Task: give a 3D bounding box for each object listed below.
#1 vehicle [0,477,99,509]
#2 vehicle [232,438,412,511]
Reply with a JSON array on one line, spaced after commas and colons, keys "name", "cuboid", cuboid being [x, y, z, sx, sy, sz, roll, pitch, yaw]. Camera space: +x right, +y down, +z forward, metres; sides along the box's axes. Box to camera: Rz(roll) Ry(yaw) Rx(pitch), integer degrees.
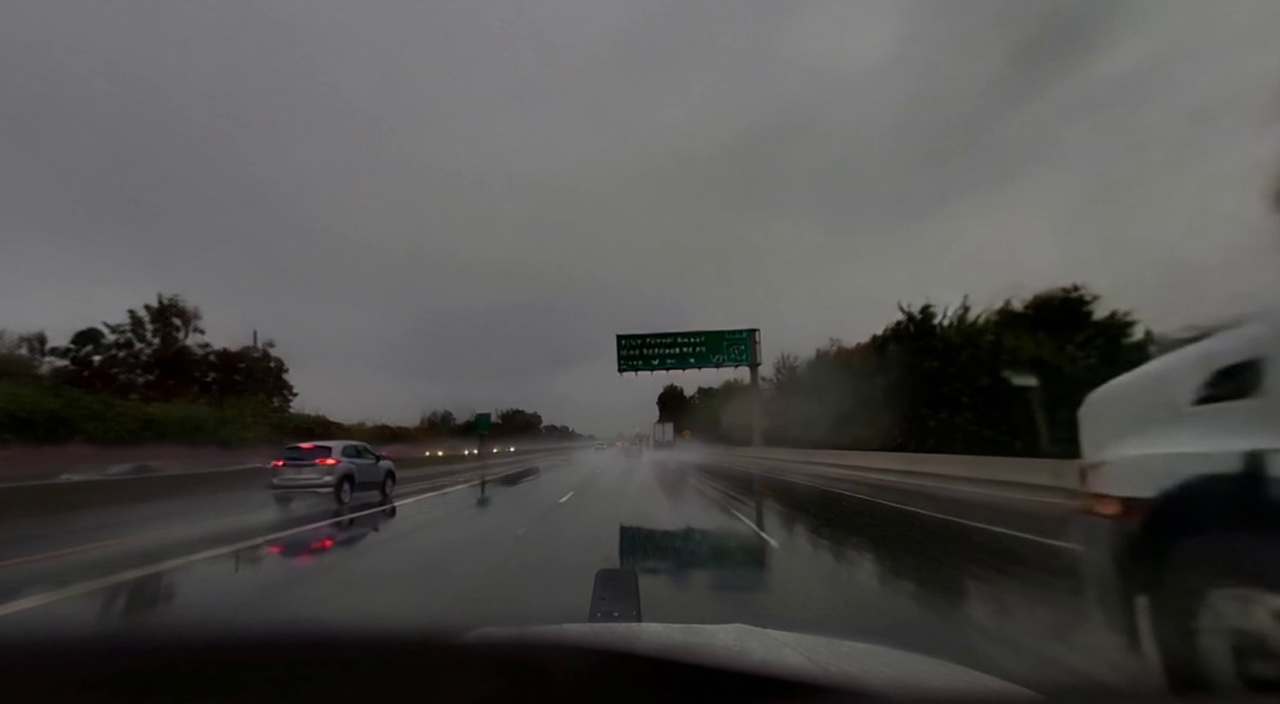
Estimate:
[{"name": "vehicle", "cuboid": [-35.053, 8.277, 37.273, 1.951, 1.523, 4.625, 0, -9, 2]}, {"name": "vehicle", "cuboid": [-7.392, 2.872, 15.345, 2.033, 1.494, 4.508, 0, -9, 0]}]
